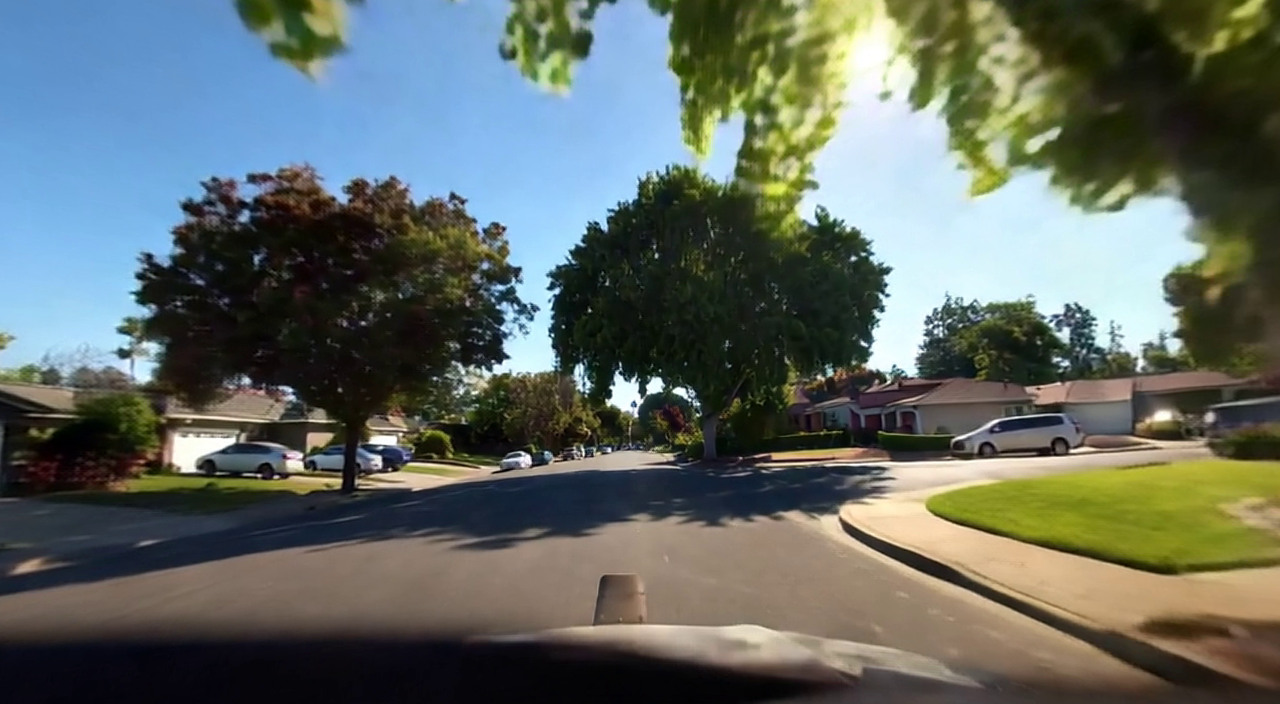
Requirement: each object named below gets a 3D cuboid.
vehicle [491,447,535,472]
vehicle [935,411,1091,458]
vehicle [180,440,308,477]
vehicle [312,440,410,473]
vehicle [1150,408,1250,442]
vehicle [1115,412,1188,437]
[{"bbox_3d":[-8.313,7.075,41.664,2.040,1.525,5.212,0,-9,-2],"label":"vehicle"},{"bbox_3d":[17.569,3.954,29.795,6.088,2.084,2.337,1,-10,-9],"label":"vehicle"},{"bbox_3d":[-18.483,5.002,29.651,1.829,1.584,4.748,-5,-10,27],"label":"vehicle"},{"bbox_3d":[-16.147,6.077,36.621,4.683,1.849,2.044,0,-9,-5],"label":"vehicle"},{"bbox_3d":[34.346,4.534,38.772,2.029,1.747,4.373,0,-11,0],"label":"vehicle"},{"bbox_3d":[35.258,5.068,43.521,1.971,1.581,4.495,-2,-9,12],"label":"vehicle"}]
